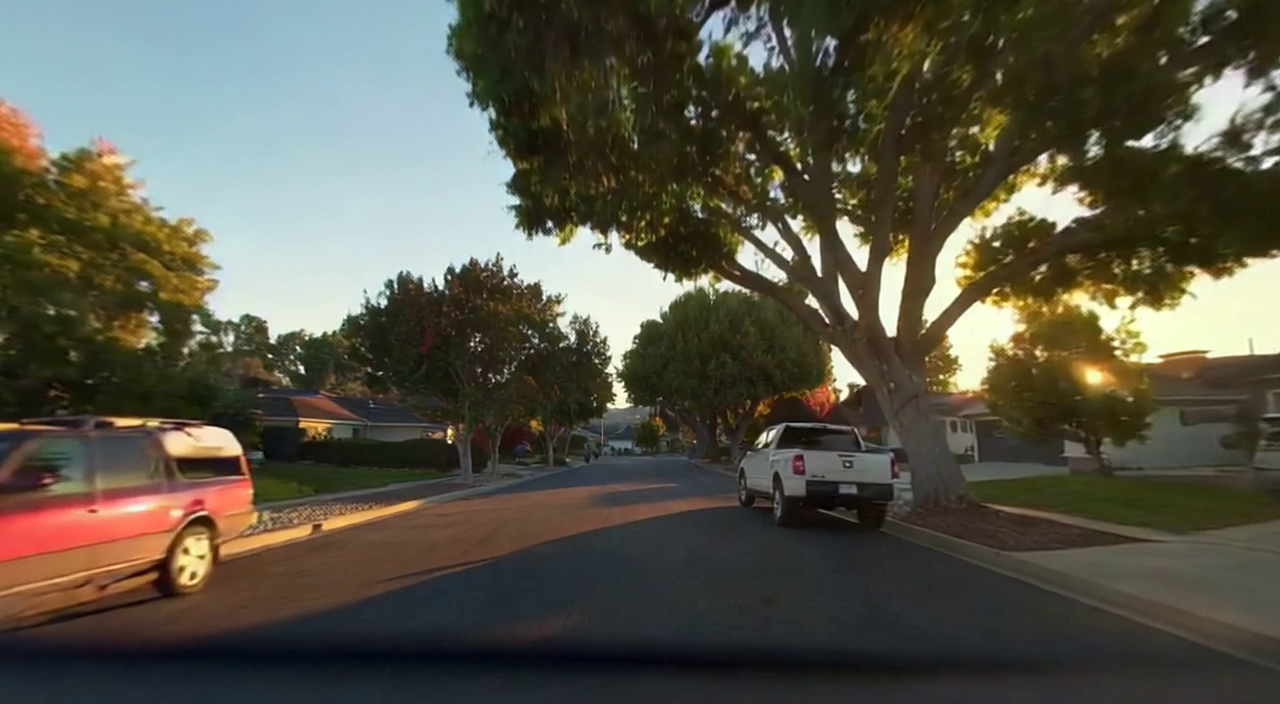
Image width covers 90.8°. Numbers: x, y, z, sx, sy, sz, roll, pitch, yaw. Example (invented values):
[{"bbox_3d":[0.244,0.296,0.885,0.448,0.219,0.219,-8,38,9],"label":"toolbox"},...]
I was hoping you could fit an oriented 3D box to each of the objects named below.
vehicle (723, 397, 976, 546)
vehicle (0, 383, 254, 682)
[{"bbox_3d":[3.622,2.350,13.221,2.789,2.206,7.420,0,-9,0],"label":"vehicle"},{"bbox_3d":[-5.039,1.182,4.300,2.075,1.837,4.945,0,-7,-6],"label":"vehicle"}]
